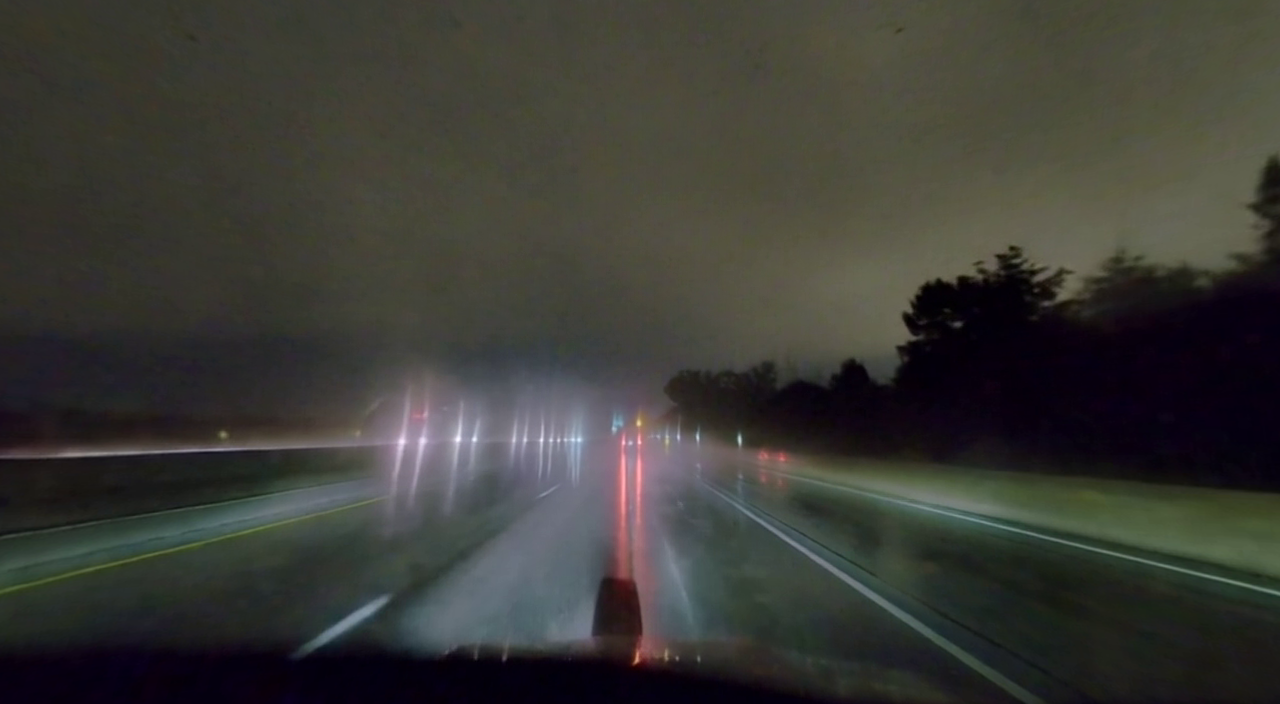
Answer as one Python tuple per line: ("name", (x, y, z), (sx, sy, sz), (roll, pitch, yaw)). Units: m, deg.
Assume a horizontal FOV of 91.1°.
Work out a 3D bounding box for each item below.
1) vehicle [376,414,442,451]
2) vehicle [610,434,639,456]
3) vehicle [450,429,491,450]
("vehicle", (-17.566, 6.211, 48.334), (2.504, 2.564, 6.827), (0, -8, -1))
("vehicle", (-1.162, 6.817, 46.367), (2.025, 1.519, 3.924), (0, -8, -2))
("vehicle", (-13.175, 6.855, 49.275), (1.927, 1.559, 4.766), (0, -8, -1))
